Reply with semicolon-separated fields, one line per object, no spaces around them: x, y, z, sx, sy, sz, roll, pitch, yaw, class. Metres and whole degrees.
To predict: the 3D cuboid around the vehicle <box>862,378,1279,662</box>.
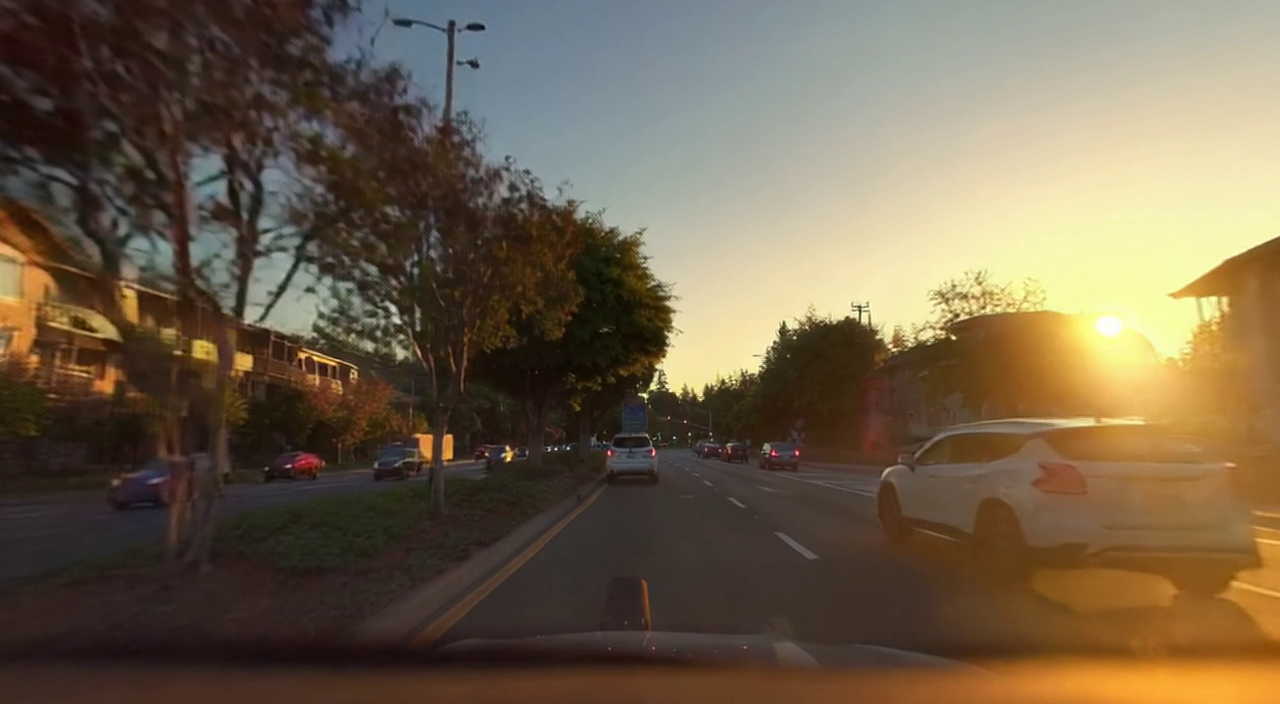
3.983;1.333;6.078;2.100;1.689;4.501;0;-8;1;vehicle

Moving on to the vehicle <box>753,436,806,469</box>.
7.772;5.633;35.431;1.971;1.722;4.341;0;-8;0;vehicle

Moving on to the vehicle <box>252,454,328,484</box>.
-20.449;6.842;37.044;1.821;1.568;4.296;0;-9;2;vehicle

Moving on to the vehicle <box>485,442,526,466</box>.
-10.261;7.796;48.405;2.142;1.742;4.523;0;-9;1;vehicle

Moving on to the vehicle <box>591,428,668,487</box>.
-0.329;3.560;21.531;2.332;1.798;4.546;0;-8;0;vehicle

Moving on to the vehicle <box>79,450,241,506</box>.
-16.545;4.318;22.117;1.972;1.723;4.608;0;-9;1;vehicle

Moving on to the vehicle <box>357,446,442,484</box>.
-10.314;4.857;27.450;1.907;1.471;4.410;0;-9;1;vehicle
